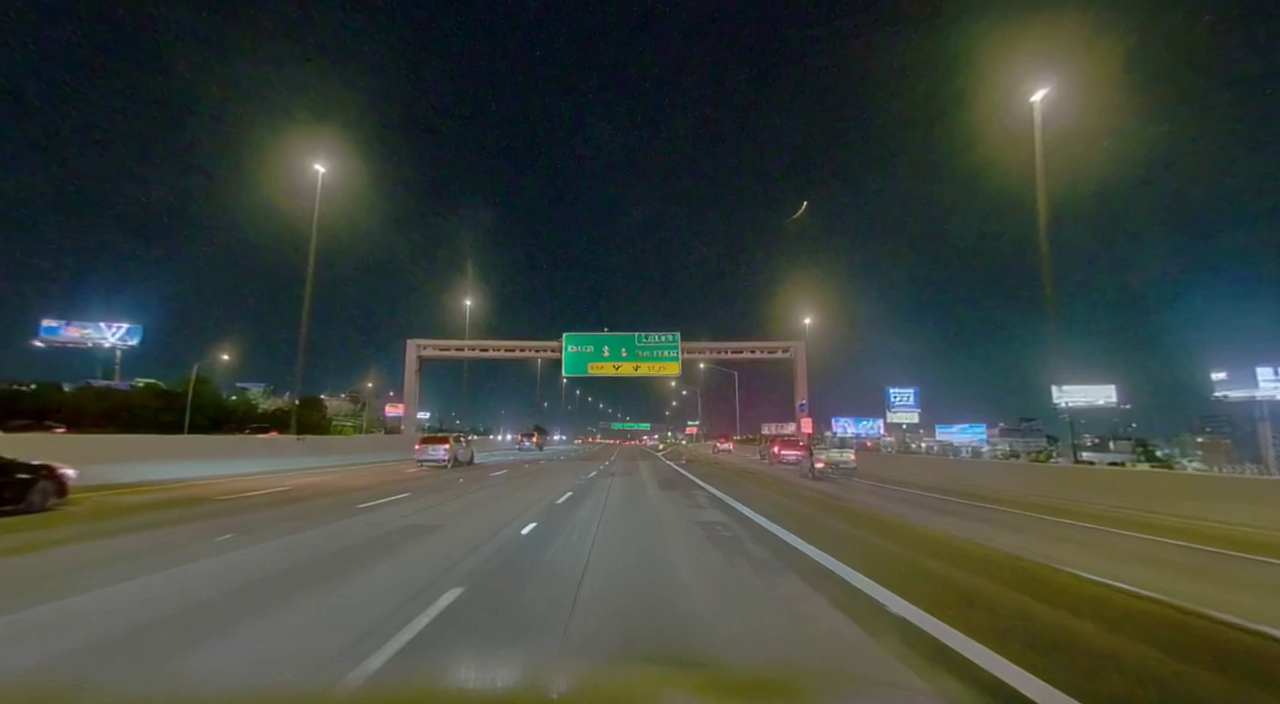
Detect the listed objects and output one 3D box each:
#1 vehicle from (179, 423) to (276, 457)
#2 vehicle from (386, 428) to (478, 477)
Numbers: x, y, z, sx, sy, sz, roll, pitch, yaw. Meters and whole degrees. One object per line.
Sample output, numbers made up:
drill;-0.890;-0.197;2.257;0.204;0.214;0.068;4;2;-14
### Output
vehicle;-20.428;4.378;31.413;1.878;1.549;4.398;0;-8;0
vehicle;-7.518;3.656;23.188;1.979;1.646;4.096;0;-8;0
